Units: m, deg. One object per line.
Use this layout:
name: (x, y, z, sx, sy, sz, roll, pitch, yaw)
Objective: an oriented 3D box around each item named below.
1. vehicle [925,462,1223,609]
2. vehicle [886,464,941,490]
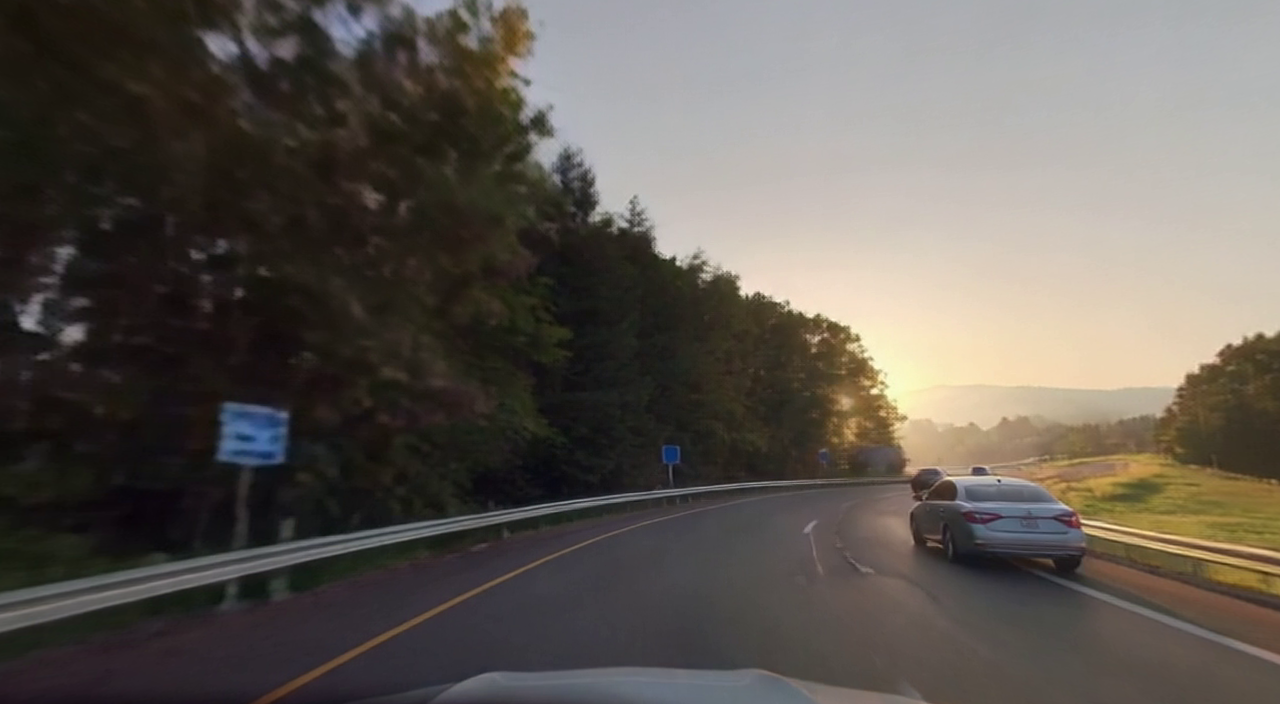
vehicle: (5.903, 2.483, 9.354, 2.023, 1.593, 4.105, -1, -11, 10)
vehicle: (16.939, 7.710, 38.902, 1.992, 1.503, 3.793, -8, -14, 40)
